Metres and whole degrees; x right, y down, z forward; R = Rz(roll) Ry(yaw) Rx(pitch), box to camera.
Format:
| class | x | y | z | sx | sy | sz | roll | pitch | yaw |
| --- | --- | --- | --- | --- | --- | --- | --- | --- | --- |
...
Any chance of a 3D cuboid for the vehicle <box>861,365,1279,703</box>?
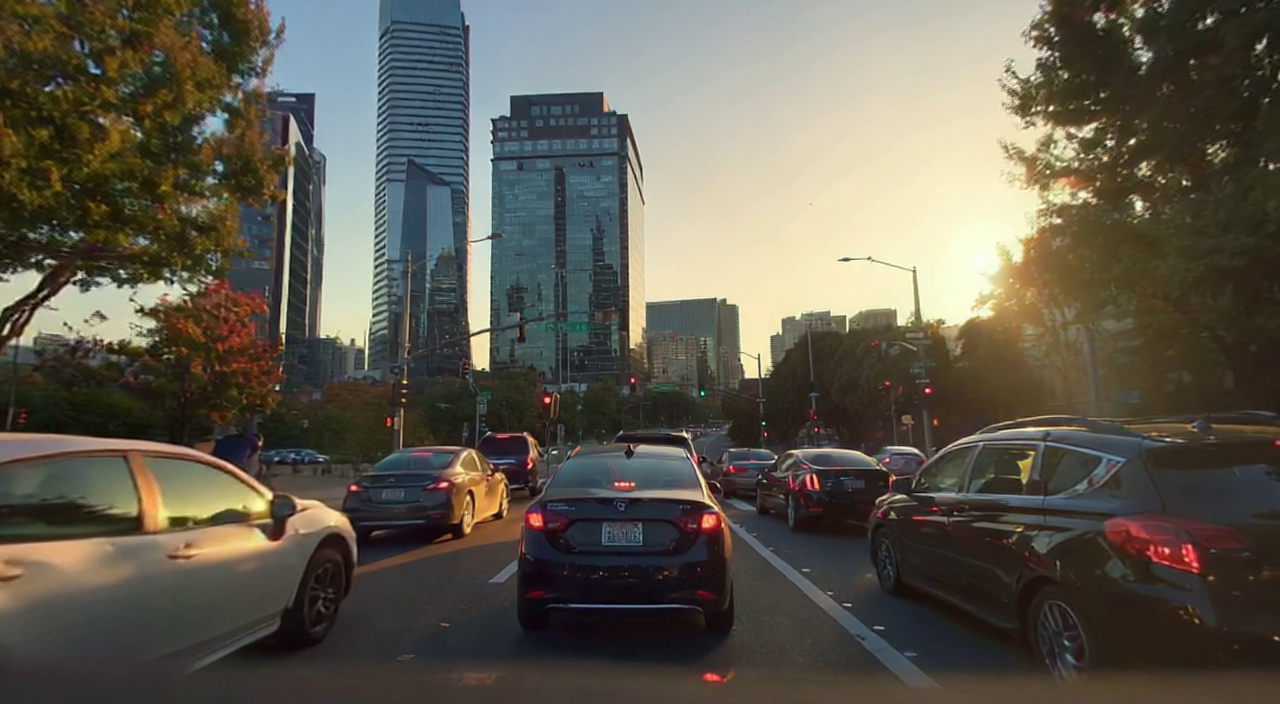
| class | x | y | z | sx | sy | sz | roll | pitch | yaw |
| --- | --- | --- | --- | --- | --- | --- | --- | --- | --- |
| vehicle | 3.330 | 1.159 | 4.178 | 2.179 | 1.631 | 4.173 | 0 | -8 | 0 |

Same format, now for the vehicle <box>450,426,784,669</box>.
| class | x | y | z | sx | sy | sz | roll | pitch | yaw |
| --- | --- | --- | --- | --- | --- | --- | --- | --- | --- |
| vehicle | -0.157 | 1.472 | 5.798 | 2.031 | 1.461 | 3.763 | 0 | -8 | -1 |

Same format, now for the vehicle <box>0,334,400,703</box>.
| class | x | y | z | sx | sy | sz | roll | pitch | yaw |
| --- | --- | --- | --- | --- | --- | --- | --- | --- | --- |
| vehicle | -3.153 | 0.956 | 3.015 | 2.181 | 1.723 | 4.550 | 0 | -8 | 0 |
